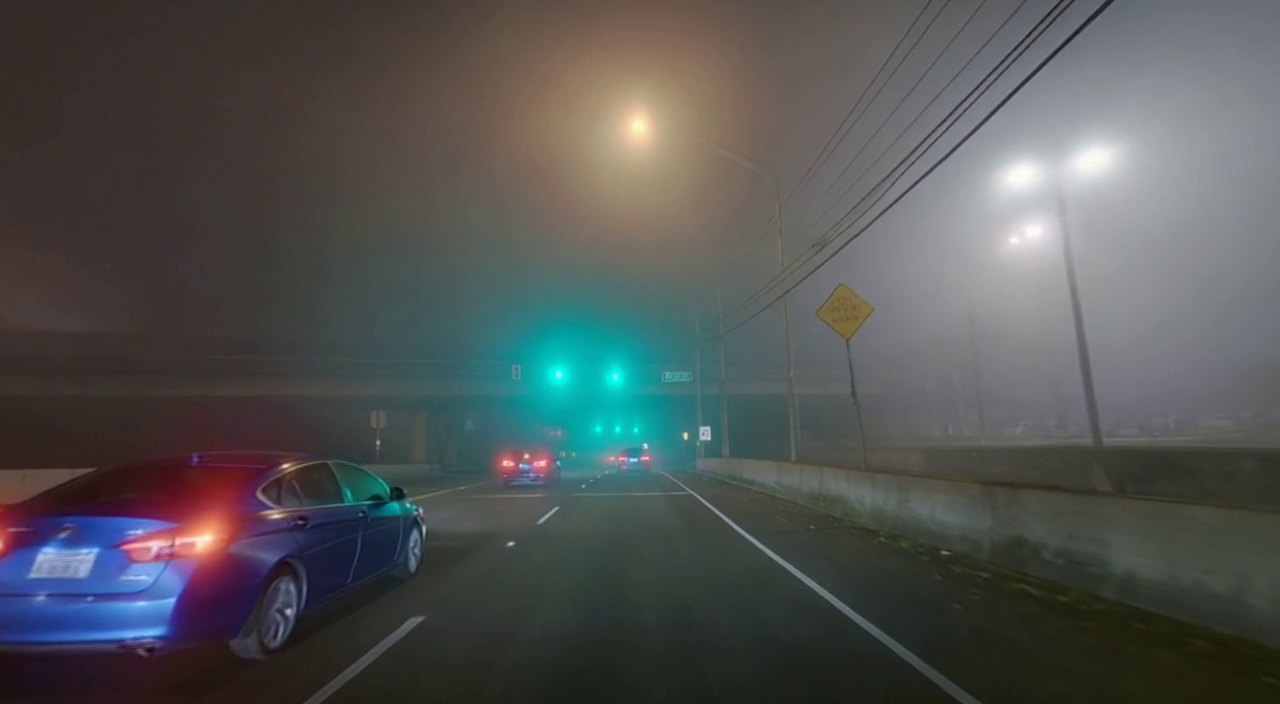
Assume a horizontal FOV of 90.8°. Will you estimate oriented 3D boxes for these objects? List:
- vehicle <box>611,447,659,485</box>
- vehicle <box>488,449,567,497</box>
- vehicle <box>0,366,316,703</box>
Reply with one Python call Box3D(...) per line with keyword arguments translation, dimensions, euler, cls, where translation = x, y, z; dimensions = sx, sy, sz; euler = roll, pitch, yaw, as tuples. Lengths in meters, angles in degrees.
Box3D(translation=(-0.247, 5.106, 28.588), dimensions=(1.985, 1.565, 3.968), euler=(0, -8, -1), cls="vehicle")
Box3D(translation=(-3.758, 4.101, 21.770), dimensions=(1.946, 1.437, 4.154), euler=(0, -8, 0), cls="vehicle")
Box3D(translation=(-3.498, 0.928, 2.694), dimensions=(1.925, 1.666, 4.271), euler=(0, -8, 0), cls="vehicle")
